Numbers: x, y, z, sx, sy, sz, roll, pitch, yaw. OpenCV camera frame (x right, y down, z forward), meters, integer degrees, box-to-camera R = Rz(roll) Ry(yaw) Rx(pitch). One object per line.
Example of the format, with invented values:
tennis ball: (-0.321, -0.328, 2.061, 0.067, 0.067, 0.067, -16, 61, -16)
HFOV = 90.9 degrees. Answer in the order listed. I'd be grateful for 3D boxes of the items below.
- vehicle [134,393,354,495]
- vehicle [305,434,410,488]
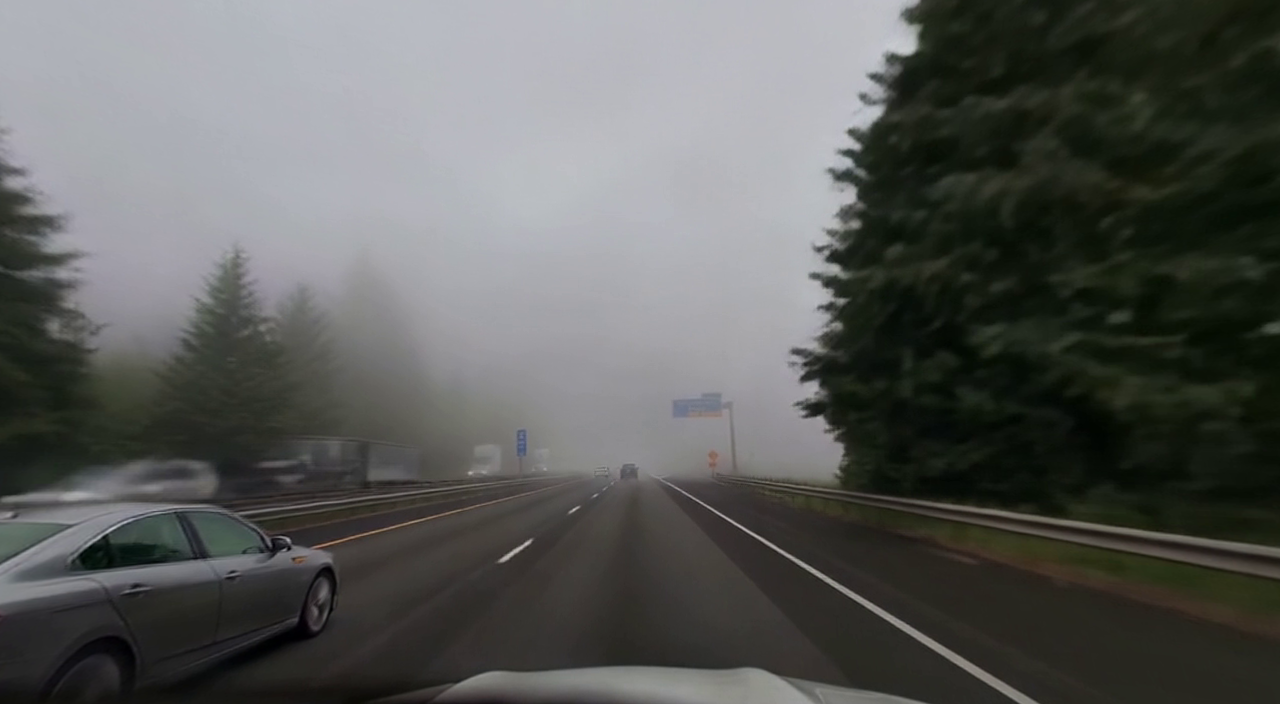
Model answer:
vehicle: (-17.221, 4.405, 28.935, 3.017, 3.740, 10.738, 1, -10, 0)
vehicle: (-17.166, 6.767, 38.967, 2.842, 2.917, 7.530, 0, -10, 1)
